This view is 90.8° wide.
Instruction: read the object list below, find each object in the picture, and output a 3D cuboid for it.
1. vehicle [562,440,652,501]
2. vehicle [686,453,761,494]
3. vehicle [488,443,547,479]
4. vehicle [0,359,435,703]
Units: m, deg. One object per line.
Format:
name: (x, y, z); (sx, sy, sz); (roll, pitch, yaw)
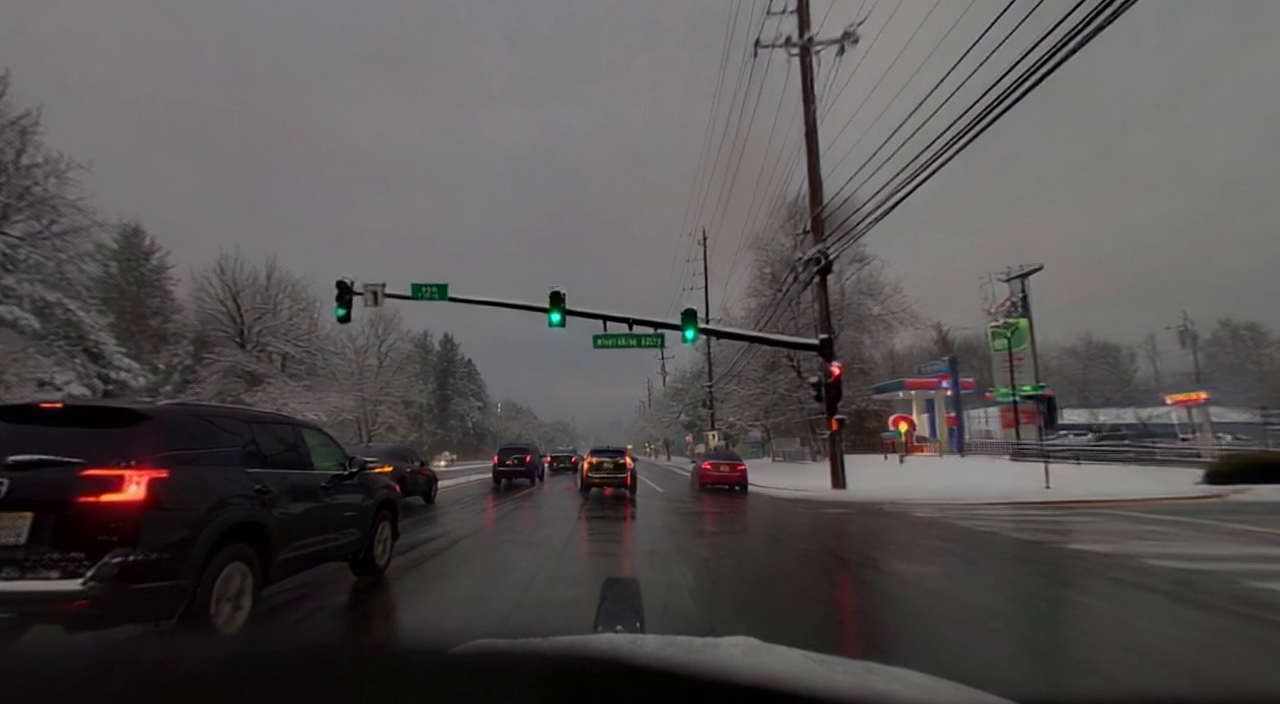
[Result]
vehicle: (-0.809, 3.191, 17.412); (2.189, 1.437, 4.135); (0, -9, 0)
vehicle: (2.930, 4.375, 23.127); (2.065, 1.302, 4.416); (0, -9, -1)
vehicle: (-7.027, 6.336, 36.929); (2.385, 1.918, 5.056); (0, -9, 0)
vehicle: (-3.422, 1.191, 5.261); (1.922, 1.642, 4.547); (0, -9, -1)
